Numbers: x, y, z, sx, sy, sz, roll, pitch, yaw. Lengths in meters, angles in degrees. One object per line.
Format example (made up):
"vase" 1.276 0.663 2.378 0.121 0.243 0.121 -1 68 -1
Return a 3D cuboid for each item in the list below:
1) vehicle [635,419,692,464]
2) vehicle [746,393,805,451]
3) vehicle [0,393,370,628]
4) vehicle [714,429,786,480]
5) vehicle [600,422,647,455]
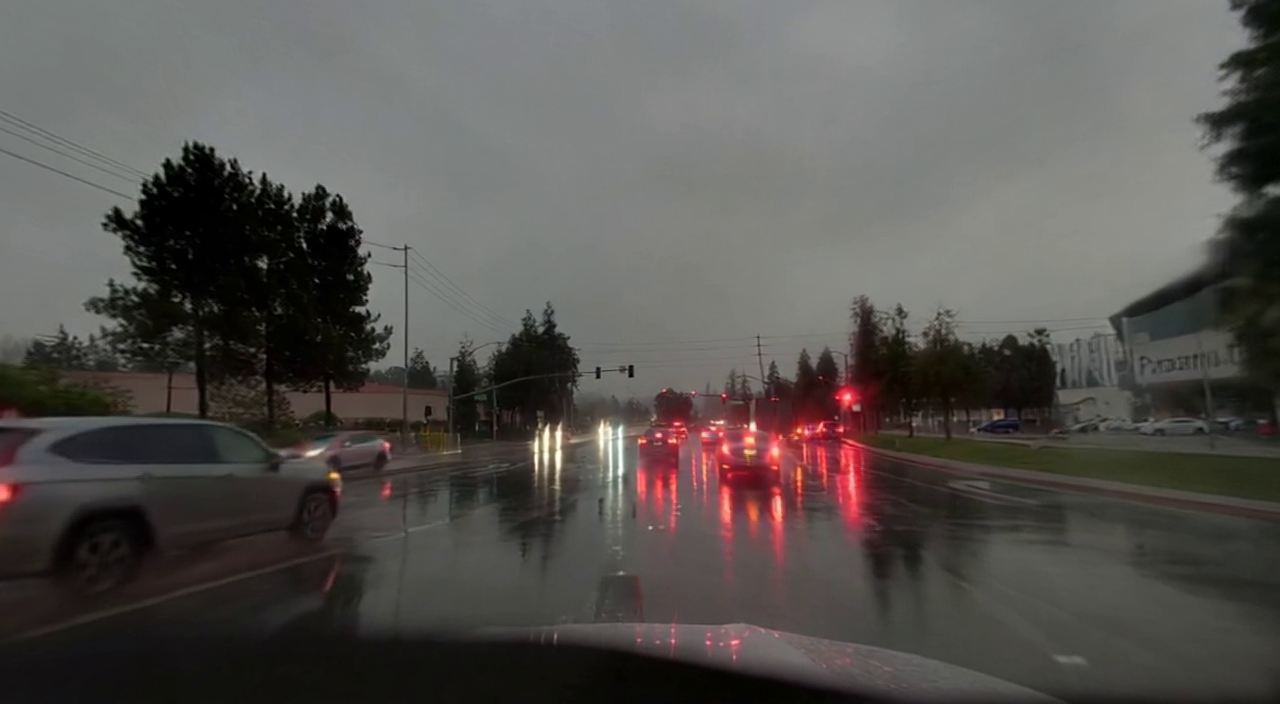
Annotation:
"vehicle" 1.175 4.207 29.458 2.188 1.892 4.488 -1 -9 8
"vehicle" 9.798 5.342 46.521 2.965 3.900 9.064 -1 -9 4
"vehicle" -4.841 1.347 6.232 2.010 1.515 4.152 -1 -9 9
"vehicle" 3.666 3.434 21.281 2.109 1.500 4.585 -1 -9 9
"vehicle" -0.874 5.174 37.499 2.078 1.787 5.006 -1 -9 7
